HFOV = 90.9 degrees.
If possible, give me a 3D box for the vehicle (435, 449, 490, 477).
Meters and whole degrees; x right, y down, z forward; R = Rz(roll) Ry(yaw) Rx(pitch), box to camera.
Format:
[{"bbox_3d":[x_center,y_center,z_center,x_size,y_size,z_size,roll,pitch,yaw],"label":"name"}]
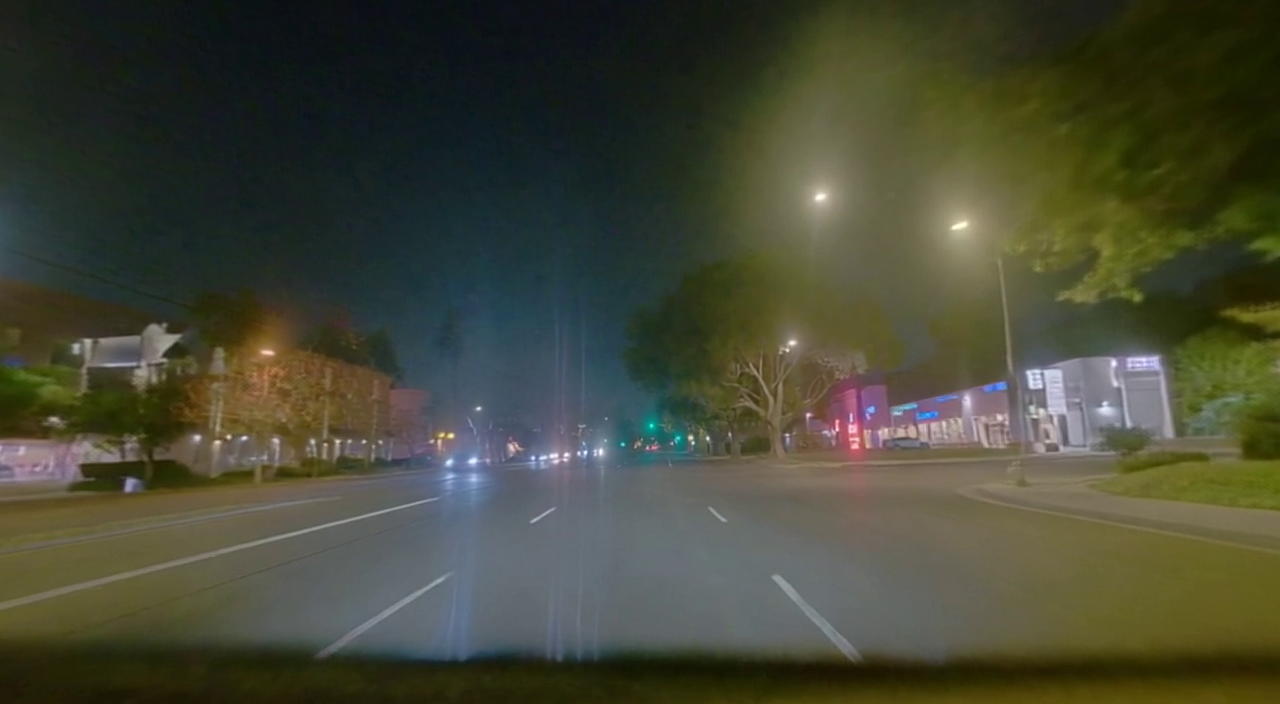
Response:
[{"bbox_3d":[-11.165,6.974,39.927,2.033,1.497,4.567,-4,-9,1],"label":"vehicle"}]
